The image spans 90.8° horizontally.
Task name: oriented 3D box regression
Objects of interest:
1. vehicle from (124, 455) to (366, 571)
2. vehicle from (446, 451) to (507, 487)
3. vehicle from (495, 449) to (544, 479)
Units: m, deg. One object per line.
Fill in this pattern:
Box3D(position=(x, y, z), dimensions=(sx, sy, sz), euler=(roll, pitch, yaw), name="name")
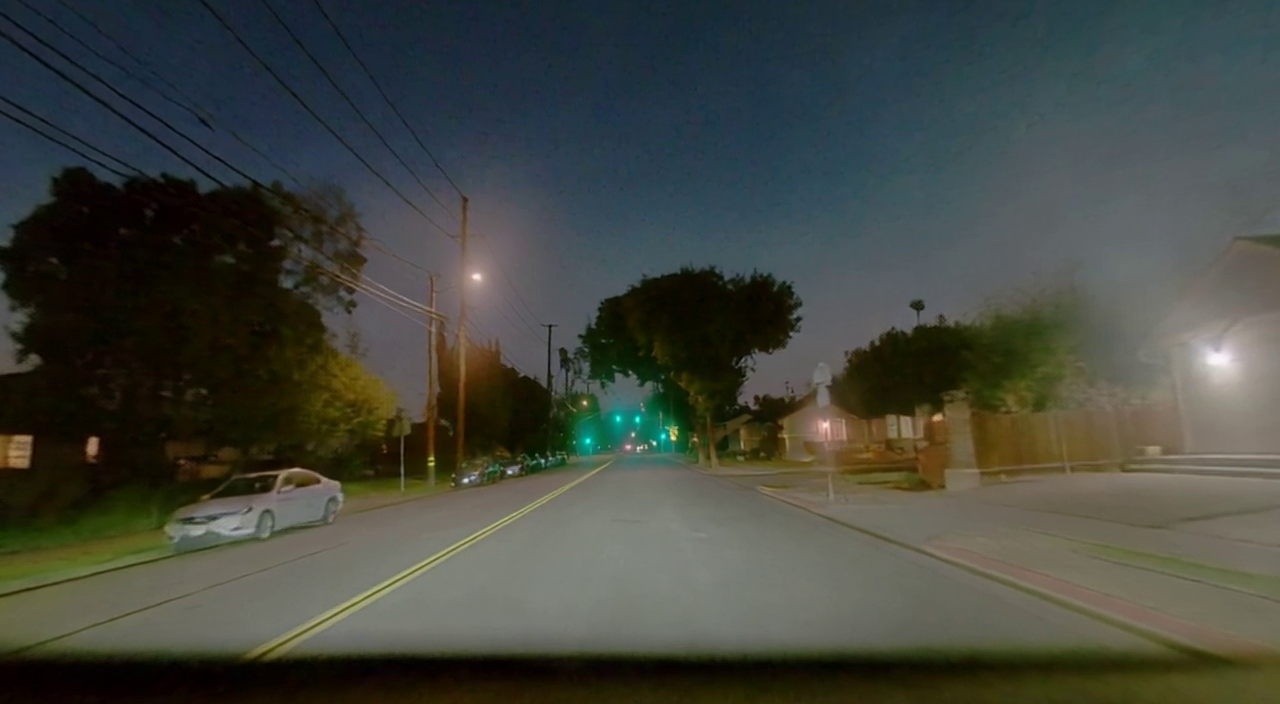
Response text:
Box3D(position=(-7.202, 2.896, 12.154), dimensions=(1.869, 1.442, 4.344), euler=(-9, -8, -1), name="vehicle")
Box3D(position=(-7.732, 5.551, 30.238), dimensions=(1.949, 1.512, 3.818), euler=(0, -8, -1), name="vehicle")
Box3D(position=(-7.597, 7.111, 40.345), dimensions=(1.839, 1.494, 4.757), euler=(-9, -9, 2), name="vehicle")
